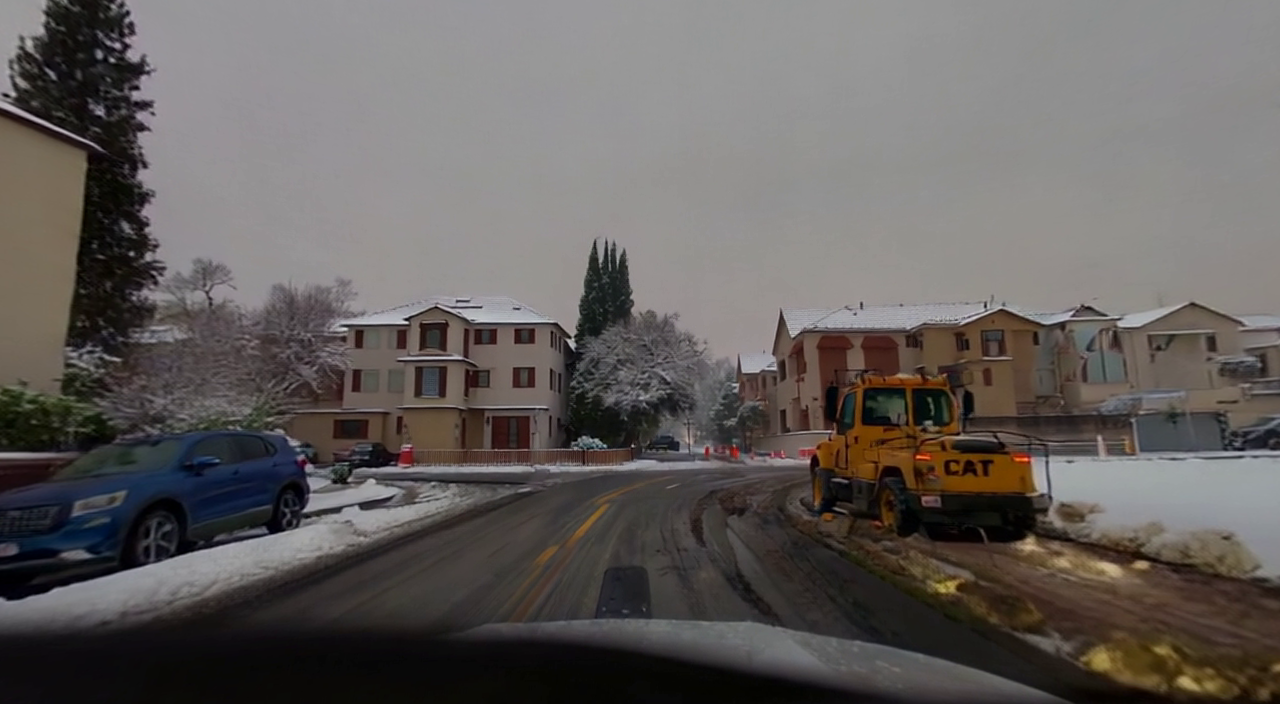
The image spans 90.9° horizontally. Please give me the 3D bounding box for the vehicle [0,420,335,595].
[{"bbox_3d":[-6.663,1.931,8.919,2.220,1.765,4.799,0,-8,1],"label":"vehicle"}]

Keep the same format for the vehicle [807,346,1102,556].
[{"bbox_3d":[4.411,1.475,9.714,2.501,2.613,3.505,0,-9,-3],"label":"vehicle"}]
